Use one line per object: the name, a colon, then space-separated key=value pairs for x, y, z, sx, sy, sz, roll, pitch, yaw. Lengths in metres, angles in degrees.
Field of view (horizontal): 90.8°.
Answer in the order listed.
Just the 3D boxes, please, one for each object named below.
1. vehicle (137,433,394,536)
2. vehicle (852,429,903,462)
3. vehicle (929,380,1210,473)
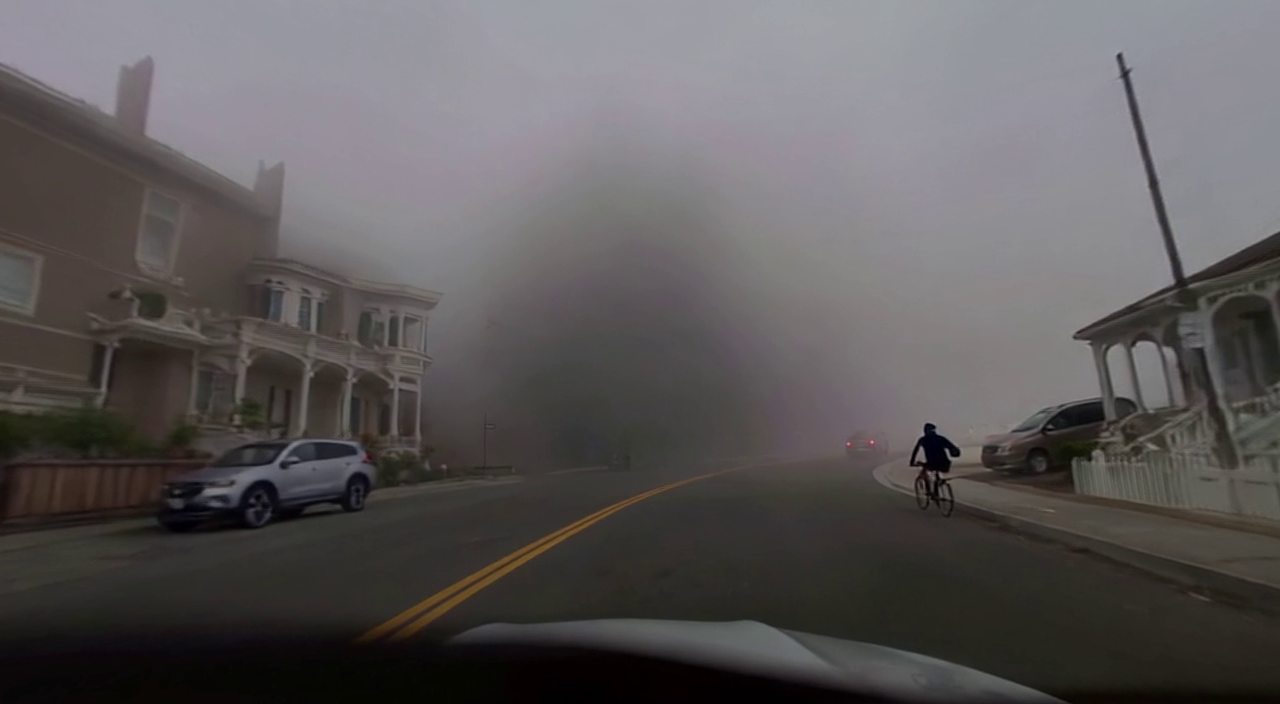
vehicle: x=-7.131 y=2.521 z=12.730 sx=1.937 sy=1.670 sz=4.391 roll=-2 pitch=-9 yaw=11
vehicle: x=13.430 y=5.261 z=35.616 sx=2.105 sy=1.705 sz=4.392 roll=-4 pitch=-10 yaw=27
vehicle: x=12.105 y=2.244 z=18.435 sx=6.099 sy=1.973 sz=2.450 roll=-7 pitch=-9 yaw=12
